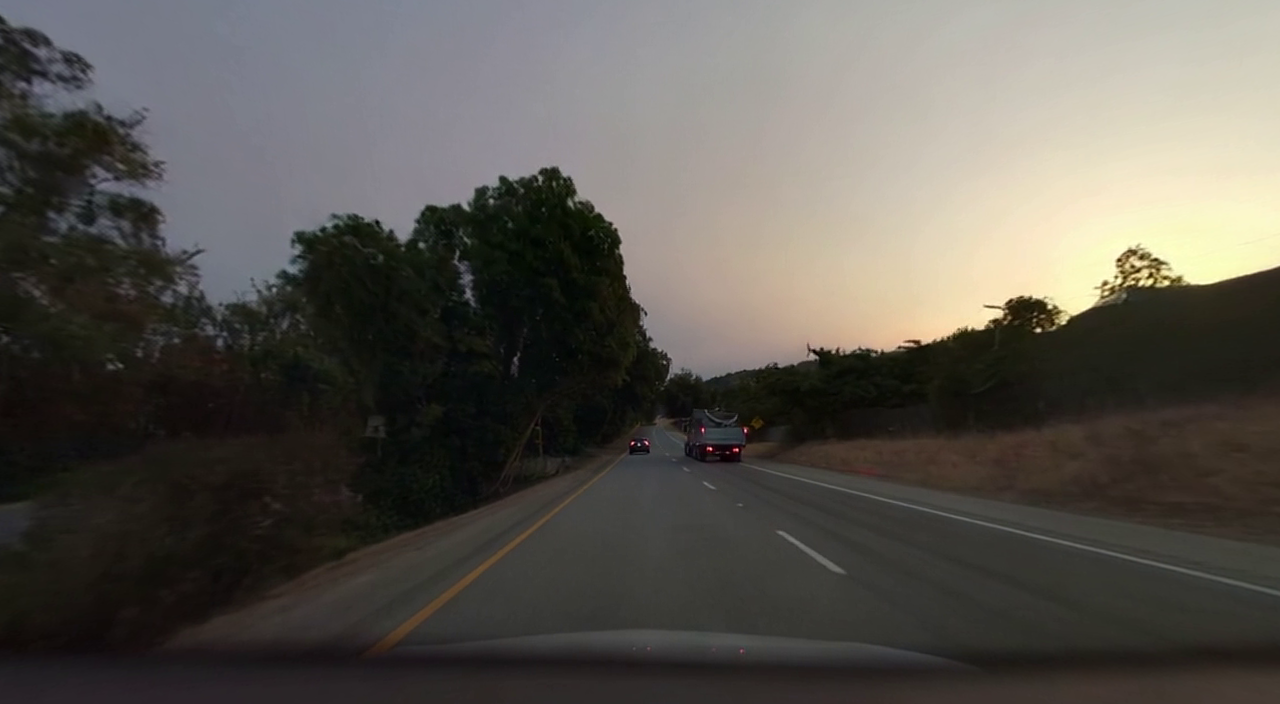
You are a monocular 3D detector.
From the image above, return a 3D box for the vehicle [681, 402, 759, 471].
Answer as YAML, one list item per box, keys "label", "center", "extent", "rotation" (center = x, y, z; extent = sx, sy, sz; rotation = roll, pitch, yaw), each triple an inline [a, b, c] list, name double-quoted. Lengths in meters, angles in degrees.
- label: "vehicle"
  center: [4.003, 4.562, 33.462]
  extent: [3.015, 3.211, 7.982]
  rotation: [0, -8, -1]

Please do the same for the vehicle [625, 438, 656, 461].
- label: "vehicle"
  center: [0.029, 7.096, 45.822]
  extent: [2.170, 1.544, 4.373]
  rotation: [0, -8, 0]
